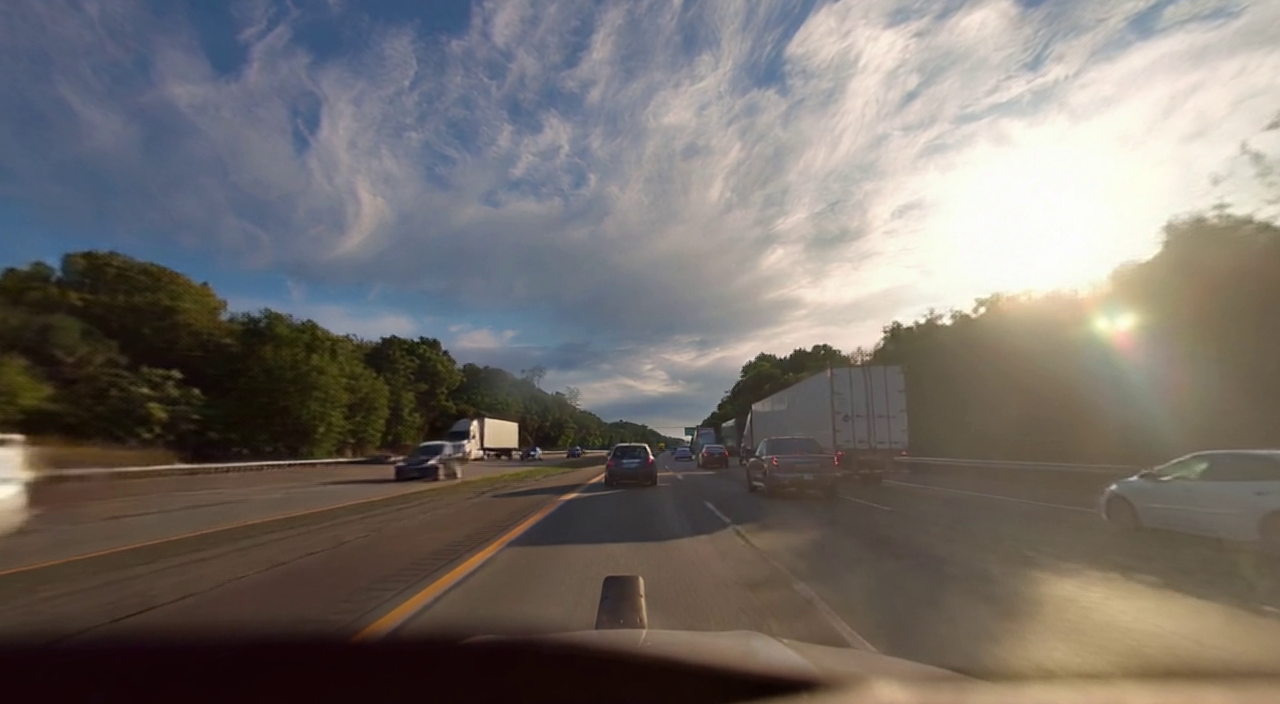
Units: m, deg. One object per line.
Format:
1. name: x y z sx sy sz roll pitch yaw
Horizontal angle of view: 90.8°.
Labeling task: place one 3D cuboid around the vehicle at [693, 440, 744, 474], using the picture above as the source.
1. vehicle: 4.111 5.581 33.665 2.150 1.632 4.260 0 -9 0

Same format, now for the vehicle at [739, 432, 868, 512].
1. vehicle: 3.617 2.734 14.761 1.920 1.594 3.867 0 -9 0

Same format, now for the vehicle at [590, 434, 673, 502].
1. vehicle: -0.169 3.116 17.268 2.023 1.618 3.628 0 -9 1

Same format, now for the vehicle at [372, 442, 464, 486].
1. vehicle: -8.550 4.344 24.764 1.976 1.549 4.303 0 -9 1

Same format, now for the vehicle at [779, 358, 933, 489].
1. vehicle: 7.645 2.862 23.922 2.823 4.063 8.485 0 -9 1

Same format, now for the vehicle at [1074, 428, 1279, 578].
1. vehicle: 7.318 1.620 7.048 1.951 1.467 4.173 0 -9 0
